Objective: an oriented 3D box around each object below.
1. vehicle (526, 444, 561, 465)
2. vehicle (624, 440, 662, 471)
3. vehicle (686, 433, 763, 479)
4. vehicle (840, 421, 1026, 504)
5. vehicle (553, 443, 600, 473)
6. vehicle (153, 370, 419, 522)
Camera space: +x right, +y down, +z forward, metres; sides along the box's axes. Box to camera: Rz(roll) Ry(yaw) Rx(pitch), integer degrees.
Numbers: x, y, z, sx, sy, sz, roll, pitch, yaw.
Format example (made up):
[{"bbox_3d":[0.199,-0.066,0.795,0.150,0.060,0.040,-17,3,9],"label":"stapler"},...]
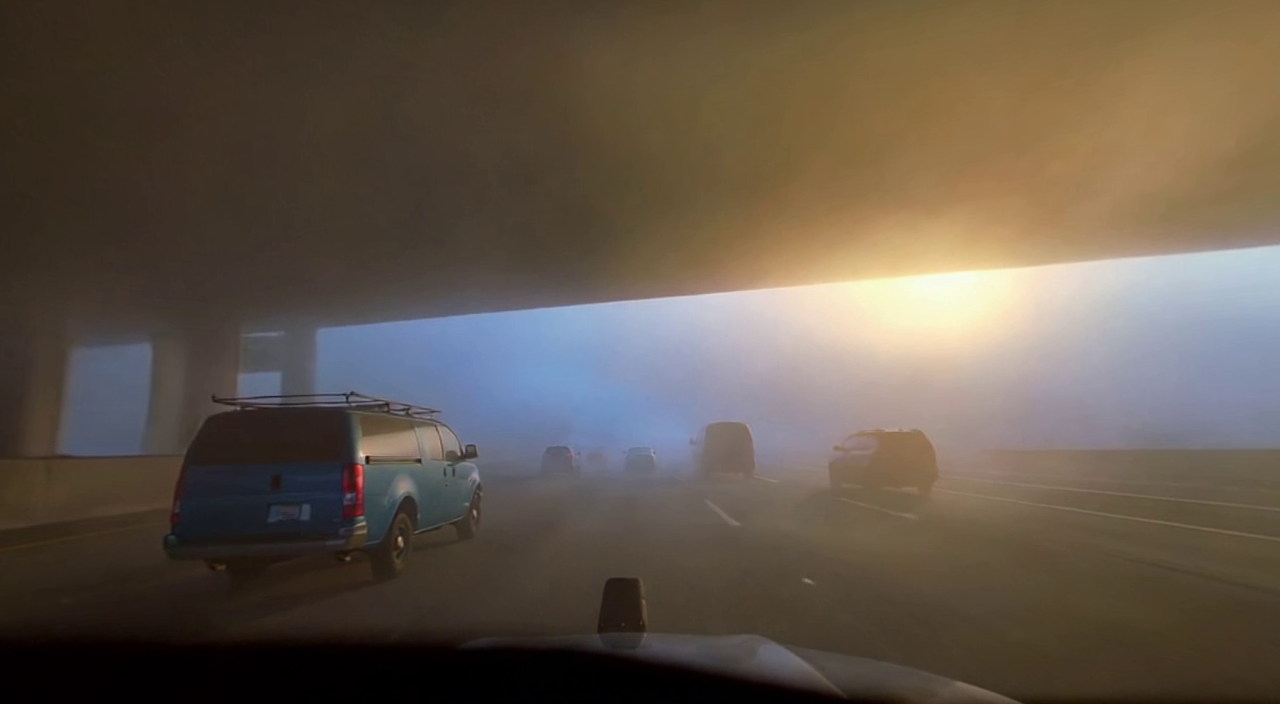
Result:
[{"bbox_3d":[-7.381,7.878,48.588,1.961,1.562,4.301,0,-8,1],"label":"vehicle"},{"bbox_3d":[0.163,5.940,36.404,2.115,1.617,4.102,0,-8,0],"label":"vehicle"},{"bbox_3d":[3.731,4.757,29.221,2.777,1.895,5.710,0,-9,0],"label":"vehicle"},{"bbox_3d":[7.475,2.894,17.020,2.304,1.840,5.706,0,-8,0],"label":"vehicle"},{"bbox_3d":[-3.262,5.549,33.283,1.970,1.483,4.071,0,-8,2],"label":"vehicle"},{"bbox_3d":[-7.503,2.160,14.624,2.336,2.708,6.421,0,-9,0],"label":"vehicle"}]
